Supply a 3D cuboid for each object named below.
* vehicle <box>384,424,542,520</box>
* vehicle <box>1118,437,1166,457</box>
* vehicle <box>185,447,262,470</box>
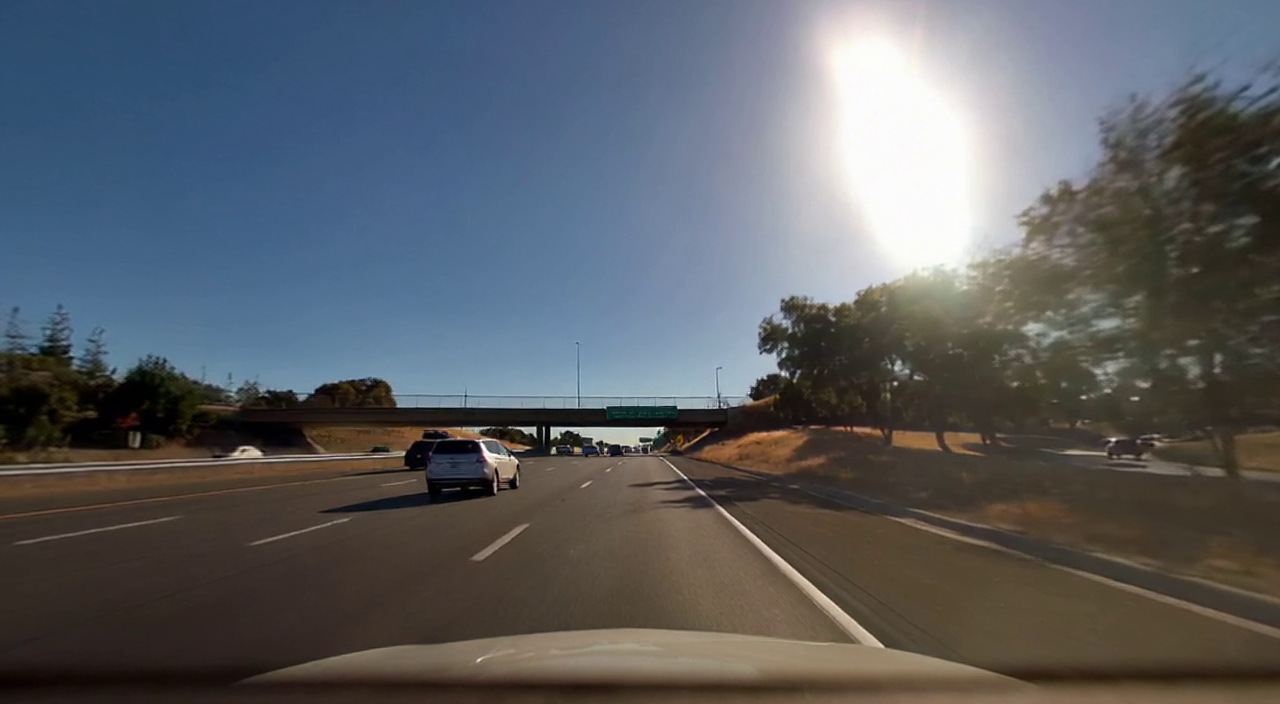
[{"bbox_3d":[-3.537,2.492,13.548,2.048,1.705,4.384,0,-8,1],"label":"vehicle"},{"bbox_3d":[39.473,7.473,49.417,1.981,1.473,4.317,-4,-9,26],"label":"vehicle"},{"bbox_3d":[-31.153,7.972,47.174,2.049,1.587,5.347,0,-9,1],"label":"vehicle"}]
